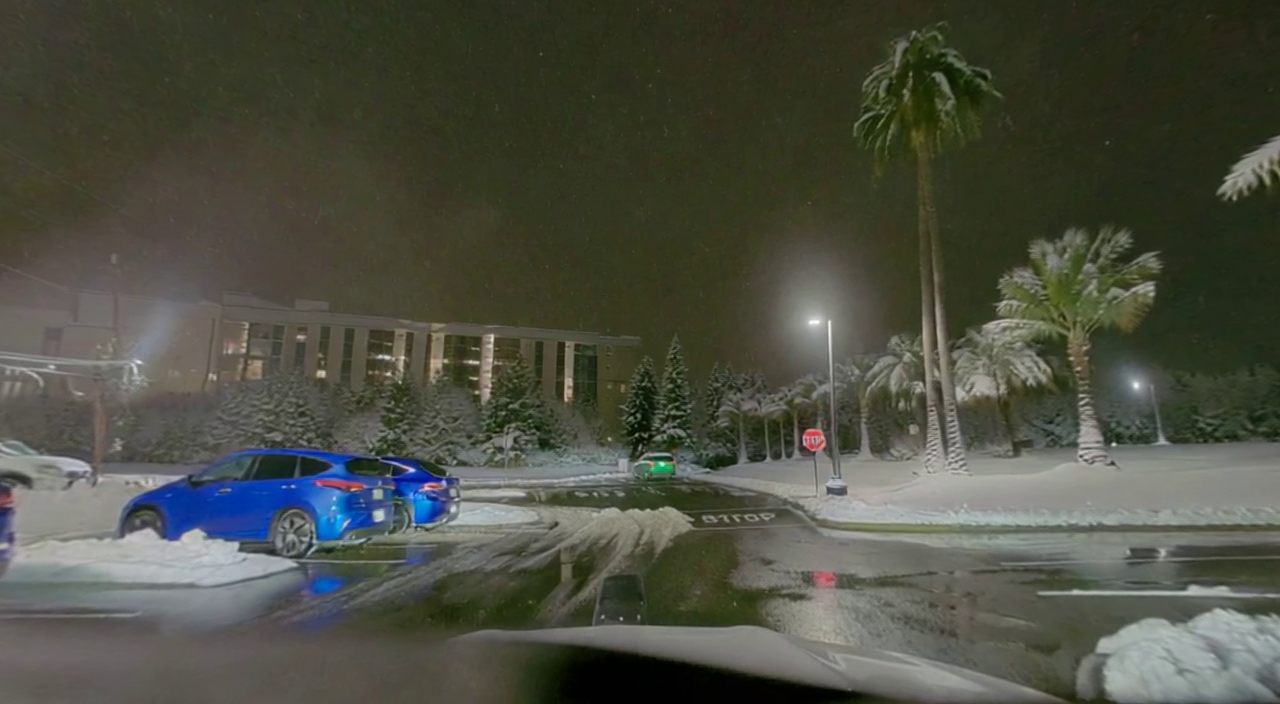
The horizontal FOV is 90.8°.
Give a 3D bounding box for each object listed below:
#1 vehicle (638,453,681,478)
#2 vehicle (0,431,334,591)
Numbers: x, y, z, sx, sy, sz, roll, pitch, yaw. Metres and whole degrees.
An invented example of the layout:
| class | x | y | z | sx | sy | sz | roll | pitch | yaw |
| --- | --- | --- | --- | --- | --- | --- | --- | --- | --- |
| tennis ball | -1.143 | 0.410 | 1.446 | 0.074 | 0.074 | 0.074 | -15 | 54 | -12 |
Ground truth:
| class | x | y | z | sx | sy | sz | roll | pitch | yaw |
| --- | --- | --- | --- | --- | --- | --- | --- | --- | --- |
| vehicle | 1.381 | 8.371 | 46.826 | 2.071 | 1.700 | 4.367 | 2 | -9 | -14 |
| vehicle | -7.020 | 2.014 | 8.692 | 4.416 | 1.636 | 2.206 | 2 | -9 | 9 |
